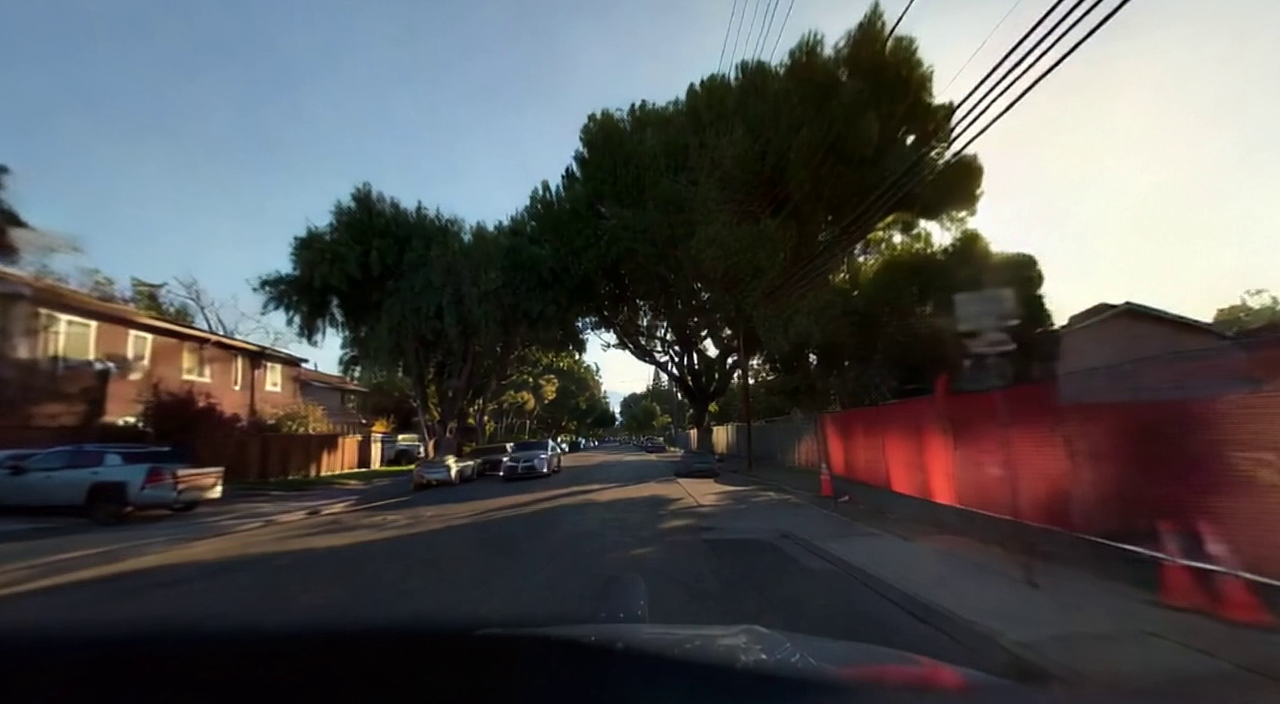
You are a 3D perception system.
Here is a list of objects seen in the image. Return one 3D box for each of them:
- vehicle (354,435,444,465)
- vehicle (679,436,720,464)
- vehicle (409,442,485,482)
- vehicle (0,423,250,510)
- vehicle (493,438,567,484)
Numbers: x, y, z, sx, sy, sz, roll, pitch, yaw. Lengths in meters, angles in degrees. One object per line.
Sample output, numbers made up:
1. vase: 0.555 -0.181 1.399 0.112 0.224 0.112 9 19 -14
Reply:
1. vehicle: -15.308 6.270 40.332 4.833 1.831 2.066 0 -8 -1
2. vehicle: 3.456 5.761 37.328 1.902 1.542 4.099 0 -8 -2
3. vehicle: -8.225 4.720 27.362 2.041 1.480 4.474 -2 -9 -2
4. vehicle: -12.316 2.657 14.874 4.780 1.867 2.108 0 -8 -3
5. vehicle: -4.254 4.266 25.063 2.068 1.543 4.523 -3 -8 0
